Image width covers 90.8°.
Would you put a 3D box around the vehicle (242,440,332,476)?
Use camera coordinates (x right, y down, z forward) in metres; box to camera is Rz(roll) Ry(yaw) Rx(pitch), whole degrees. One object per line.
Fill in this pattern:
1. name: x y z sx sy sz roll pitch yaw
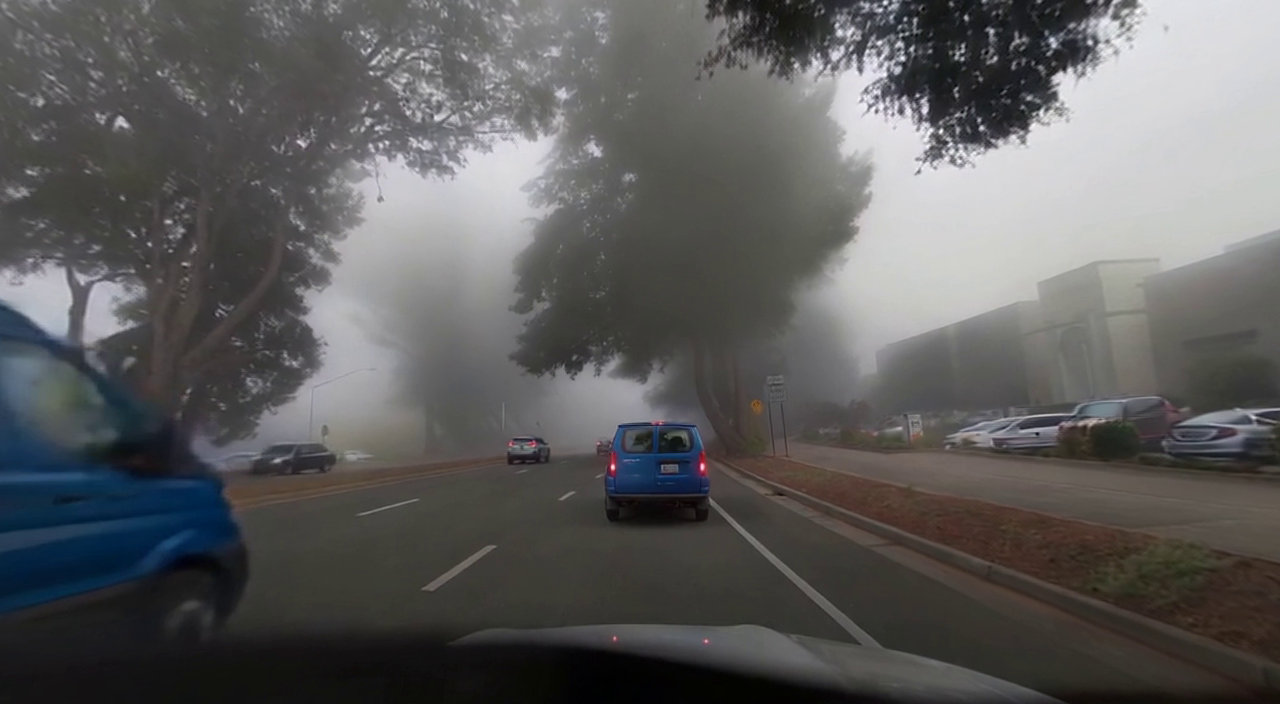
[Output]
1. vehicle: -20.065 6.032 36.202 2.033 1.923 4.658 -1 -9 6

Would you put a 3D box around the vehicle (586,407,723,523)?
1. vehicle: 0.297 2.111 12.234 2.173 1.830 4.189 0 -8 2

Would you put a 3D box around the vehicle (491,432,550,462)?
1. vehicle: -7.517 6.034 40.344 2.243 1.783 4.600 -2 -8 9

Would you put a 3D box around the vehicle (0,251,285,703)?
1. vehicle: -3.717 0.523 1.510 2.486 2.074 5.456 0 -8 1

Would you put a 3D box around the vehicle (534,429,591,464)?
1. vehicle: -4.478 5.621 37.523 2.154 1.902 4.735 -1 -9 8
